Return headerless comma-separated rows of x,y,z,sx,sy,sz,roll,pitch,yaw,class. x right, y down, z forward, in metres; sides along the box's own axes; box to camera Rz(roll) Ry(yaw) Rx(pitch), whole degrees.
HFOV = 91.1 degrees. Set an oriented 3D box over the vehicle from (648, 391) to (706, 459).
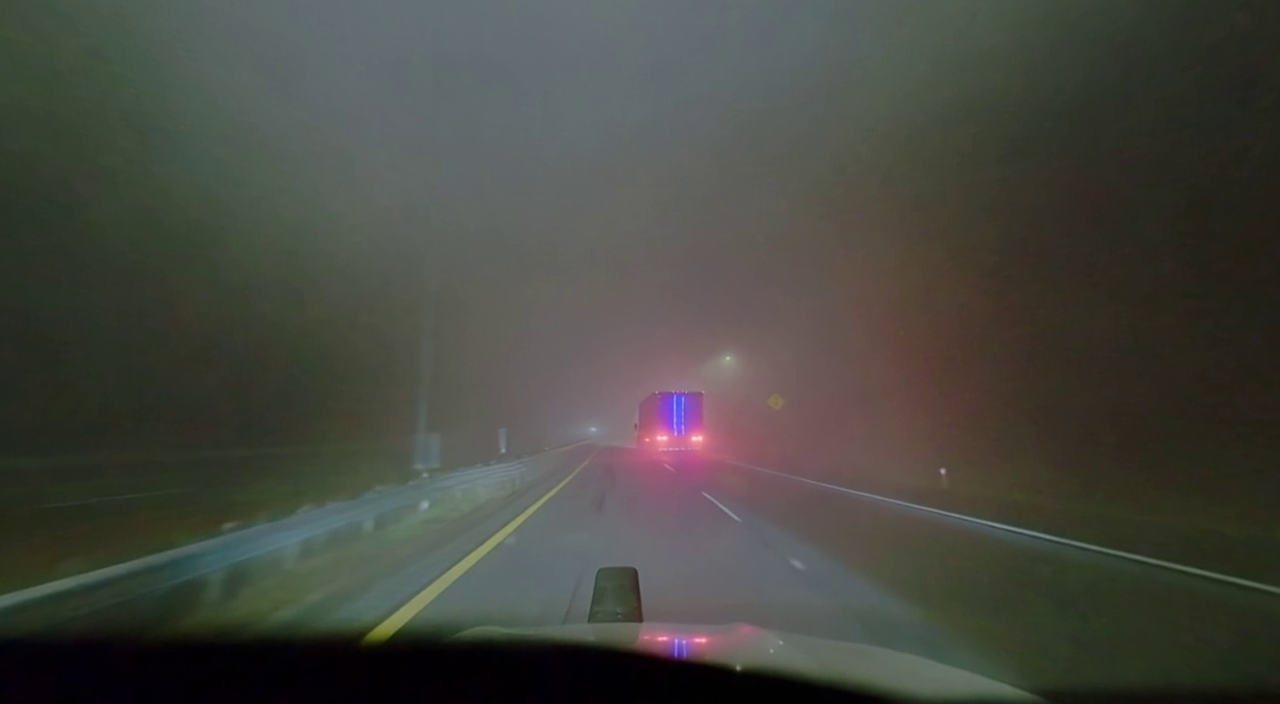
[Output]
2.184,4.785,40.723,2.949,3.877,8.528,1,-8,-2,vehicle
